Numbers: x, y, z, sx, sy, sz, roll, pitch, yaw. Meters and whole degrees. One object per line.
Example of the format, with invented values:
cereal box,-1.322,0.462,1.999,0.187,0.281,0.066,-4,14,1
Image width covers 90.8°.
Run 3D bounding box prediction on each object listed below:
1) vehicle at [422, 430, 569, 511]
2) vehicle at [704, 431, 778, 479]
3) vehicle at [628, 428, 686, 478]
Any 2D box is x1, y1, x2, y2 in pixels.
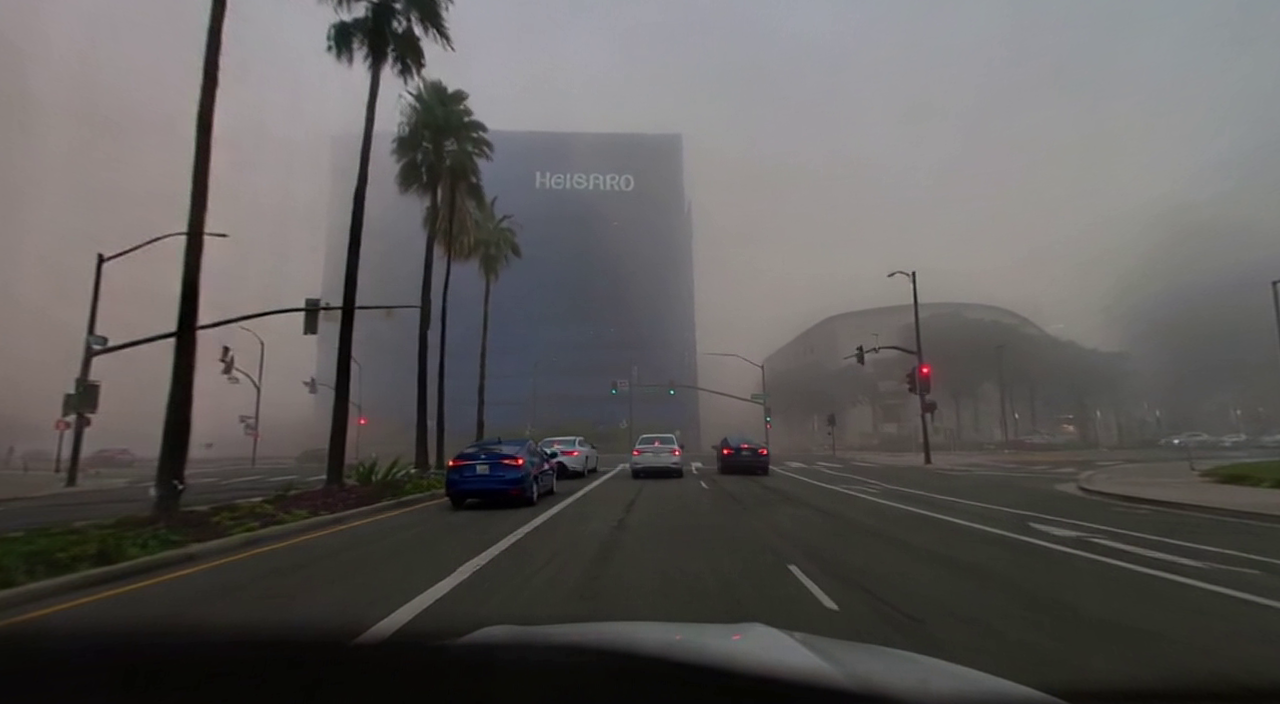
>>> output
vehicle,-2.943,2.548,14.050,1.962,1.480,4.605,-1,-8,3
vehicle,3.538,3.694,22.798,1.936,1.567,3.896,0,-9,-1
vehicle,0.644,3.872,24.453,2.060,1.730,4.257,0,-8,1
